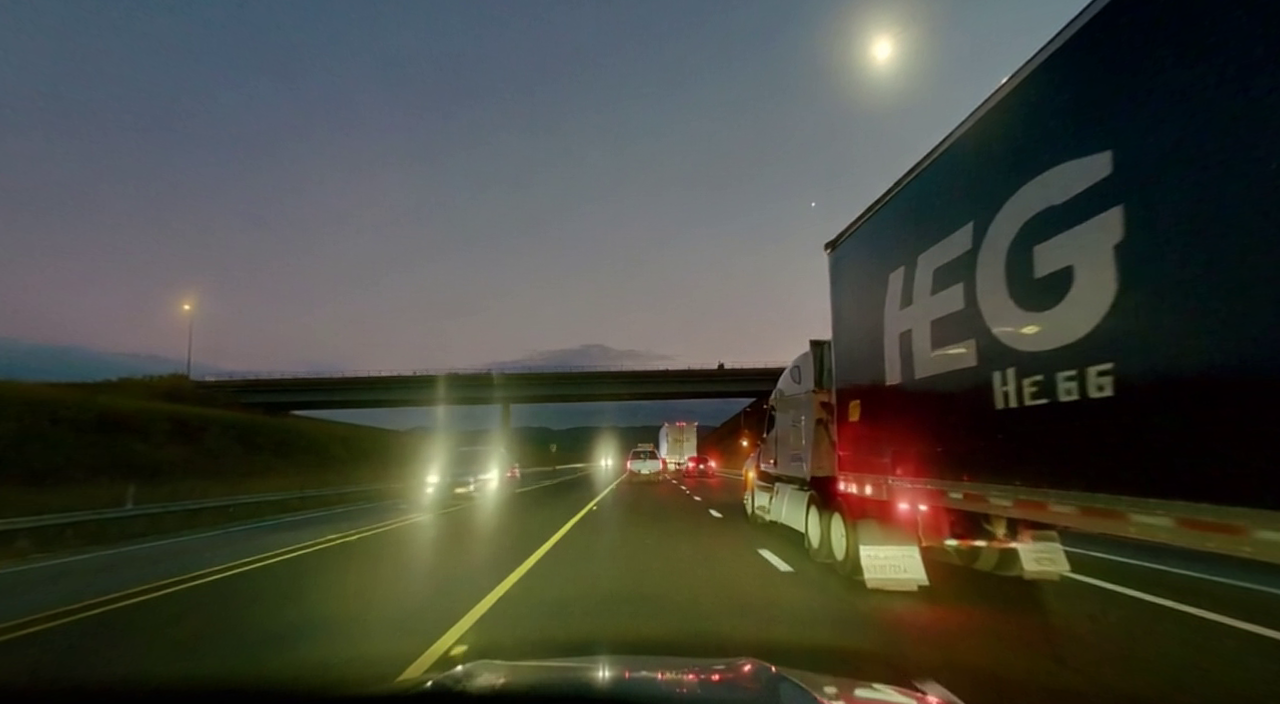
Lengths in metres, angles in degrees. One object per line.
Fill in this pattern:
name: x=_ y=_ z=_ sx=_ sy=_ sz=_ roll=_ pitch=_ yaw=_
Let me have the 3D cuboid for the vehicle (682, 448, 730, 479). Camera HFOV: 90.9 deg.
vehicle: x=3.370 y=5.773 z=32.812 sx=1.972 sy=1.505 sz=3.946 roll=0 pitch=-9 yaw=-1

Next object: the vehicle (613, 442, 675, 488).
vehicle: x=0.163 y=4.476 z=25.175 sx=2.256 sy=1.615 sz=4.114 roll=-1 pitch=-9 yaw=0

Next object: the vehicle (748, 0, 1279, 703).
vehicle: x=3.135 y=-0.227 z=2.785 sx=2.870 sy=4.056 sz=14.250 roll=-1 pitch=-9 yaw=0
